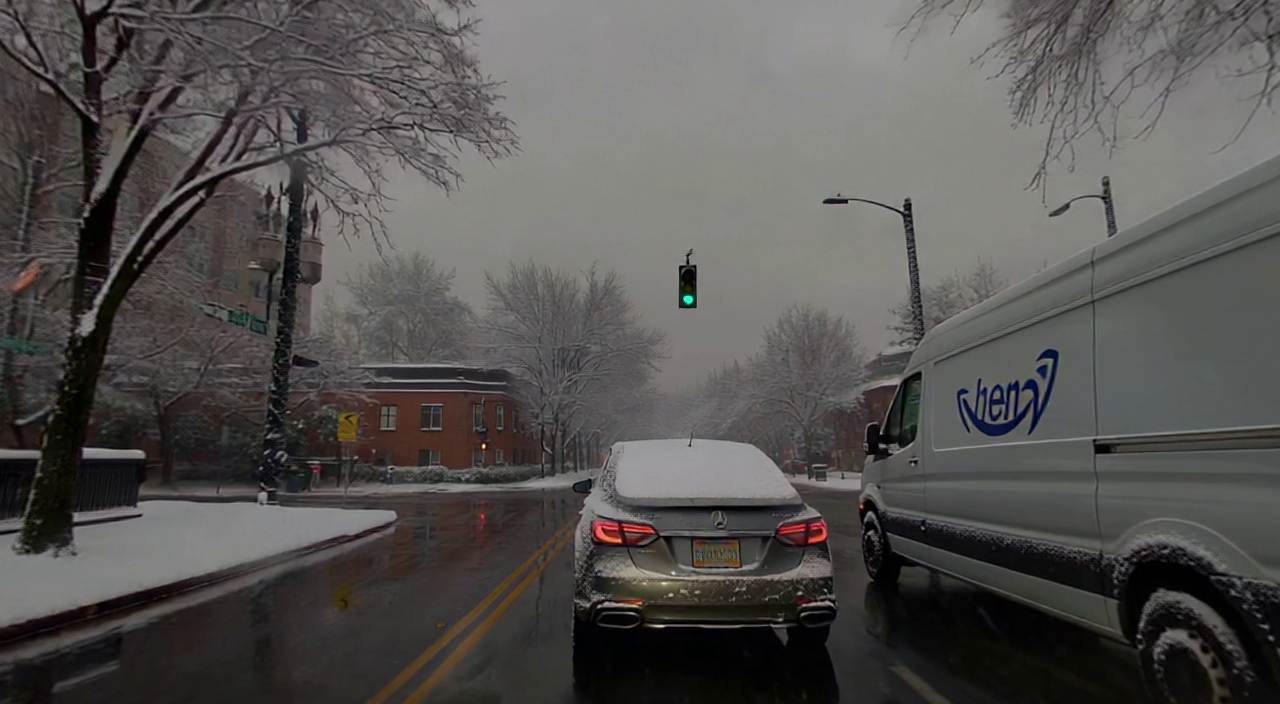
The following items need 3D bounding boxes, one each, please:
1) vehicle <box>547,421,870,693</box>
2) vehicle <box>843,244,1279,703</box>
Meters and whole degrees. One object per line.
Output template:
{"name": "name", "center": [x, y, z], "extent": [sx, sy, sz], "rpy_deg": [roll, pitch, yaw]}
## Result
{"name": "vehicle", "center": [0.379, 1.591, 5.735], "extent": [1.961, 1.629, 3.610], "rpy_deg": [1, -10, -1]}
{"name": "vehicle", "center": [2.857, 0.897, 2.900], "extent": [2.054, 1.965, 5.248], "rpy_deg": [1, -11, 0]}
